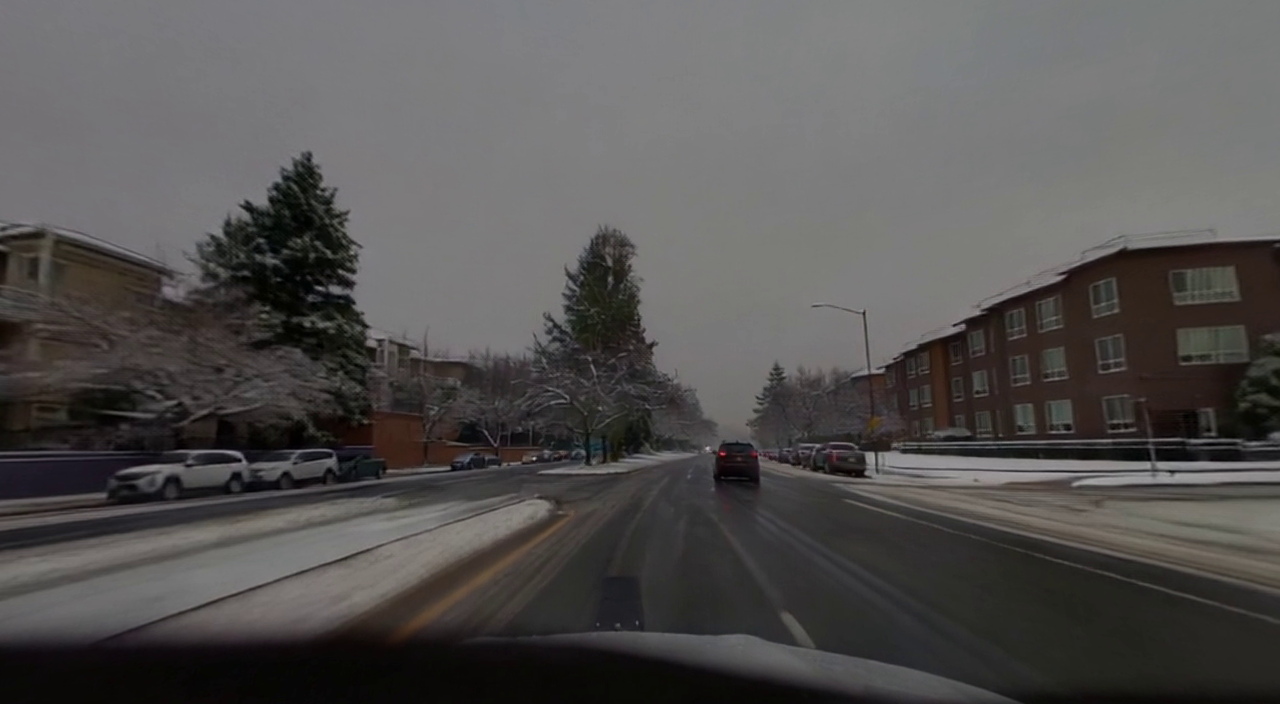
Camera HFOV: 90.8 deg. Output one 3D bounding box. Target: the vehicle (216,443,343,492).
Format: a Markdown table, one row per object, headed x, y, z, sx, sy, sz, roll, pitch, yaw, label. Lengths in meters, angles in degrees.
| x | y | z | sx | sy | sz | roll | pitch | yaw | label |
| --- | --- | --- | --- | --- | --- | --- | --- | --- | --- |
| -16.347 | 5.223 | 29.155 | 2.194 | 2.022 | 5.828 | -1 | -8 | 3 | vehicle |

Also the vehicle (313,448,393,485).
| x | y | z | sx | sy | sz | roll | pitch | yaw | label |
| --- | --- | --- | --- | --- | --- | --- | --- | --- | --- |
| -15.763 | 6.254 | 34.956 | 2.014 | 1.734 | 4.651 | -2 | -8 | 4 | vehicle |

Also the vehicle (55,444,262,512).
| x | y | z | sx | sy | sz | roll | pitch | yaw | label |
| --- | --- | --- | --- | --- | --- | --- | --- | --- | --- |
| -16.605 | 4.309 | 22.452 | 2.239 | 1.926 | 6.159 | -2 | -8 | 4 | vehicle |

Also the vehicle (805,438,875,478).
| x | y | z | sx | sy | sz | roll | pitch | yaw | label |
| --- | --- | --- | --- | --- | --- | --- | --- | --- | --- |
| 11.173 | 5.952 | 35.828 | 2.460 | 2.002 | 5.900 | -1 | -8 | 5 | vehicle |

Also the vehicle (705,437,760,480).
| x | y | z | sx | sy | sz | roll | pitch | yaw | label |
| --- | --- | --- | --- | --- | --- | --- | --- | --- | --- |
| 4.118 | 4.824 | 28.932 | 2.085 | 1.763 | 4.490 | -1 | -8 | 3 | vehicle |
